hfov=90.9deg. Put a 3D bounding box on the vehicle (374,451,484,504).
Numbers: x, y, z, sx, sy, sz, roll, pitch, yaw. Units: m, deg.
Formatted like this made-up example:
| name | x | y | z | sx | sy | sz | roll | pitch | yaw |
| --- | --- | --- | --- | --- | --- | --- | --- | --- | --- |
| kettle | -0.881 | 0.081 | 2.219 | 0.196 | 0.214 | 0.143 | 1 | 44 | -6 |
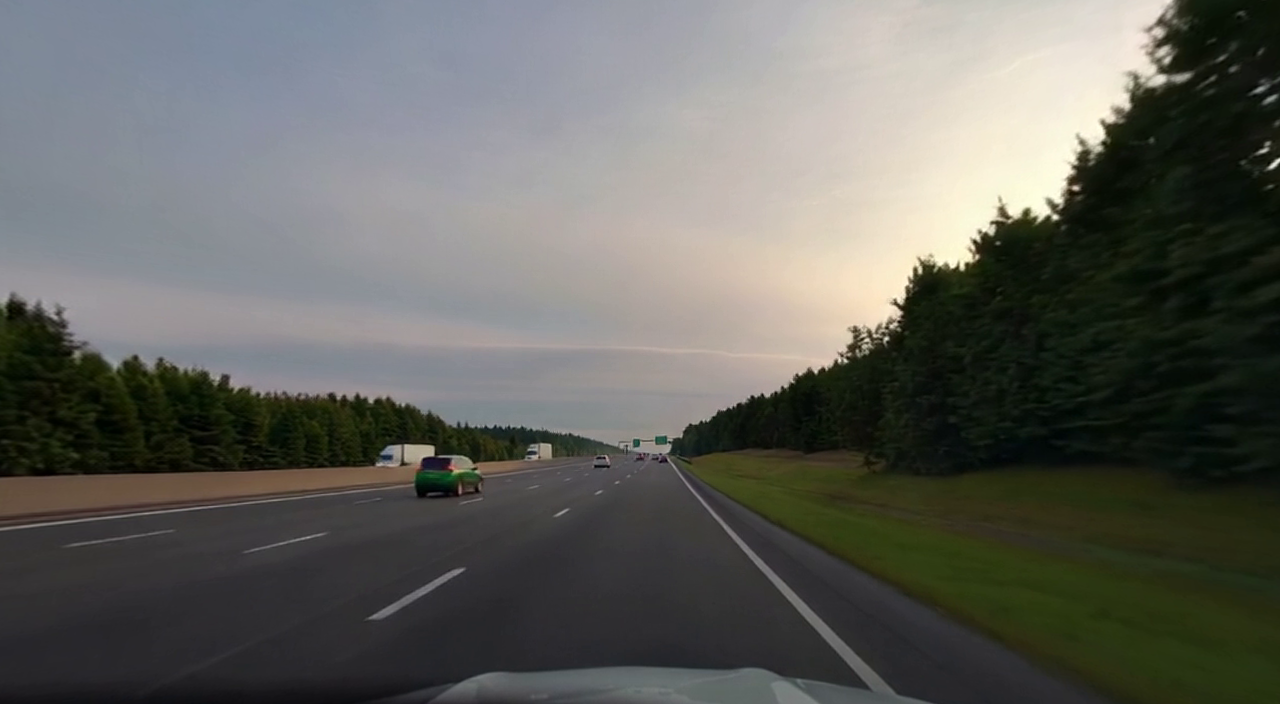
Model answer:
| name | x | y | z | sx | sy | sz | roll | pitch | yaw |
| --- | --- | --- | --- | --- | --- | --- | --- | --- | --- |
| vehicle | -6.954 | 4.154 | 21.322 | 1.996 | 1.579 | 4.439 | 0 | -9 | 2 |
